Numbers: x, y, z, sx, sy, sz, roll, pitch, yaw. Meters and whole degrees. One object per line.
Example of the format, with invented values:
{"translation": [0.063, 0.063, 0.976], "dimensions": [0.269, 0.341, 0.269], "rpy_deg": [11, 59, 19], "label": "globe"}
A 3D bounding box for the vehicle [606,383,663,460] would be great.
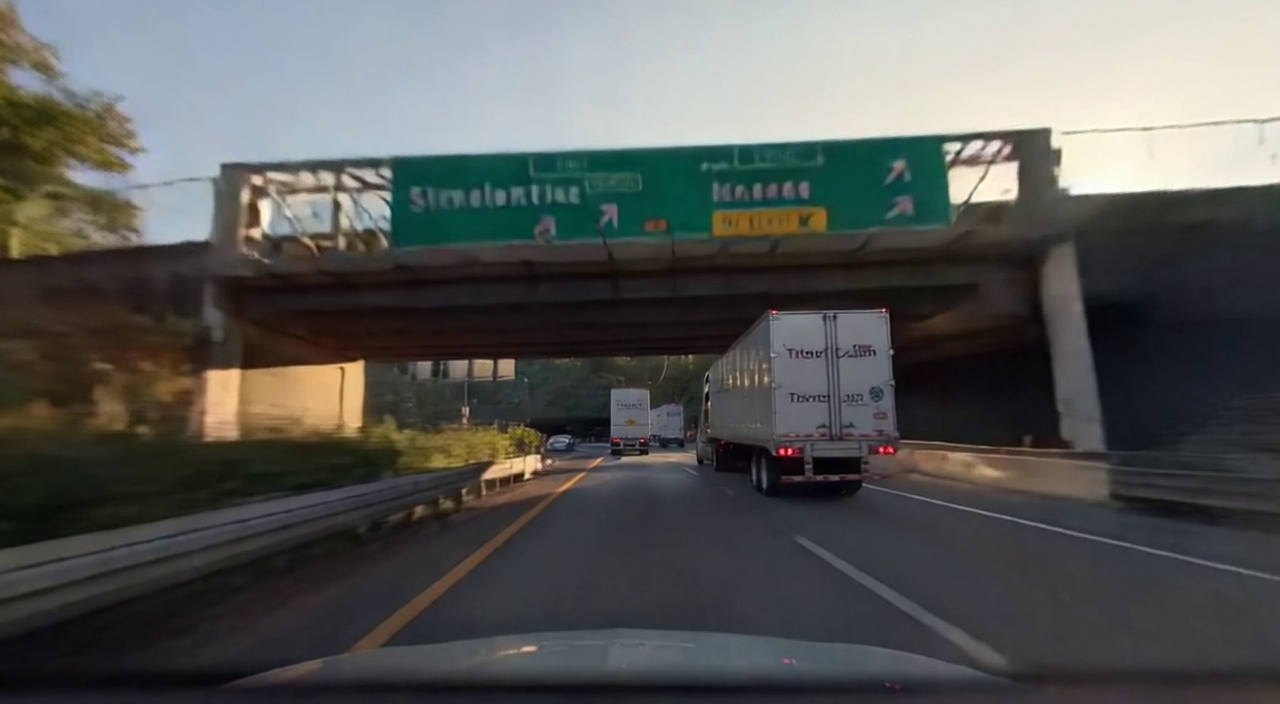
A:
{"translation": [-0.334, 4.266, 37.598], "dimensions": [2.958, 3.917, 10.196], "rpy_deg": [0, -8, -1], "label": "vehicle"}

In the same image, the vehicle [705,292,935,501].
{"translation": [4.266, 1.818, 19.690], "dimensions": [2.856, 4.145, 14.500], "rpy_deg": [0, -8, 0], "label": "vehicle"}

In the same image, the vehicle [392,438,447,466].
{"translation": [-12.709, 5.765, 36.537], "dimensions": [1.803, 1.483, 3.963], "rpy_deg": [0, -8, 0], "label": "vehicle"}
